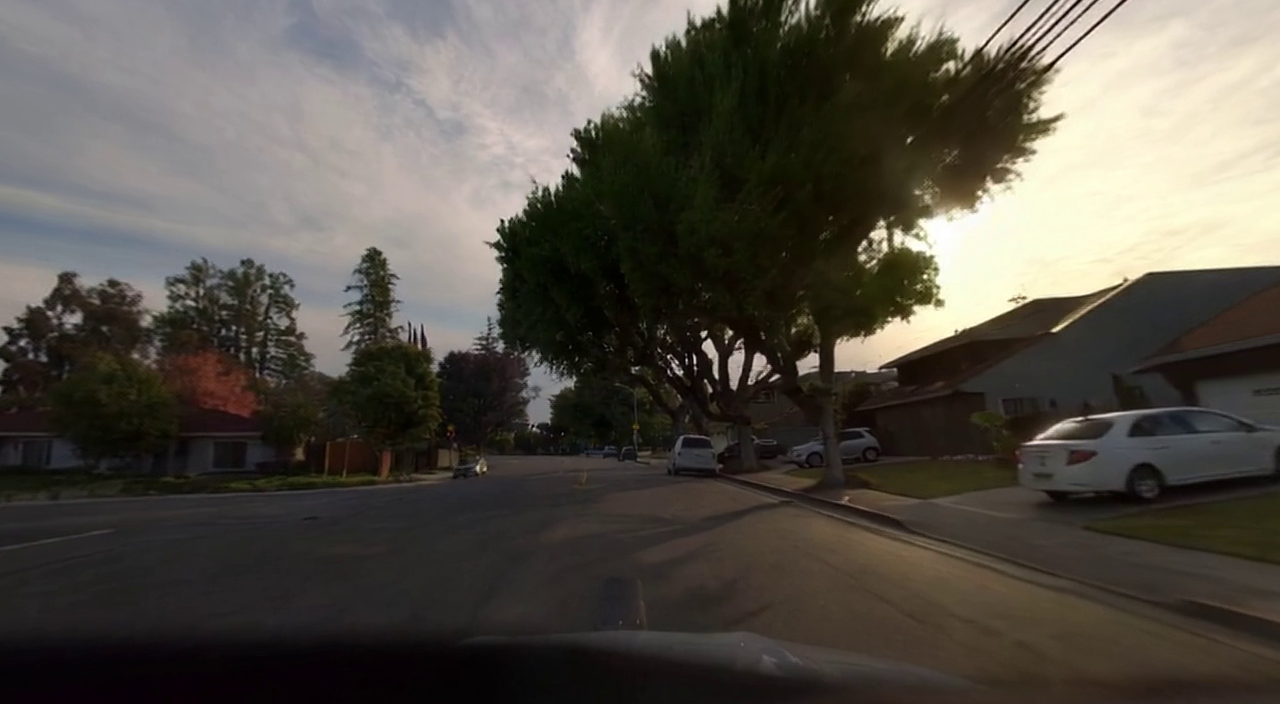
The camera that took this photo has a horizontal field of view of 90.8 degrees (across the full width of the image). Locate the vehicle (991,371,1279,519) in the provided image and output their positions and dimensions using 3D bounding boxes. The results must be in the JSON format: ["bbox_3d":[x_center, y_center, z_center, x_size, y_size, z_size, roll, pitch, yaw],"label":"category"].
[{"bbox_3d":[9.409,1.504,11.080,5.072,1.909,2.237,-6,-7,-5],"label":"vehicle"}]

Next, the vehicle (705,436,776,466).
[{"bbox_3d":[7.195,7.121,45.755,4.666,1.655,2.169,-6,-8,1],"label":"vehicle"}]

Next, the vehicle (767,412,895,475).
[{"bbox_3d":[8.419,4.079,28.225,4.801,2.139,2.164,-6,-7,-3],"label":"vehicle"}]

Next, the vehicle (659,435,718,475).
[{"bbox_3d":[2.490,5.474,33.742,2.214,1.962,4.733,1,-9,-7],"label":"vehicle"}]
